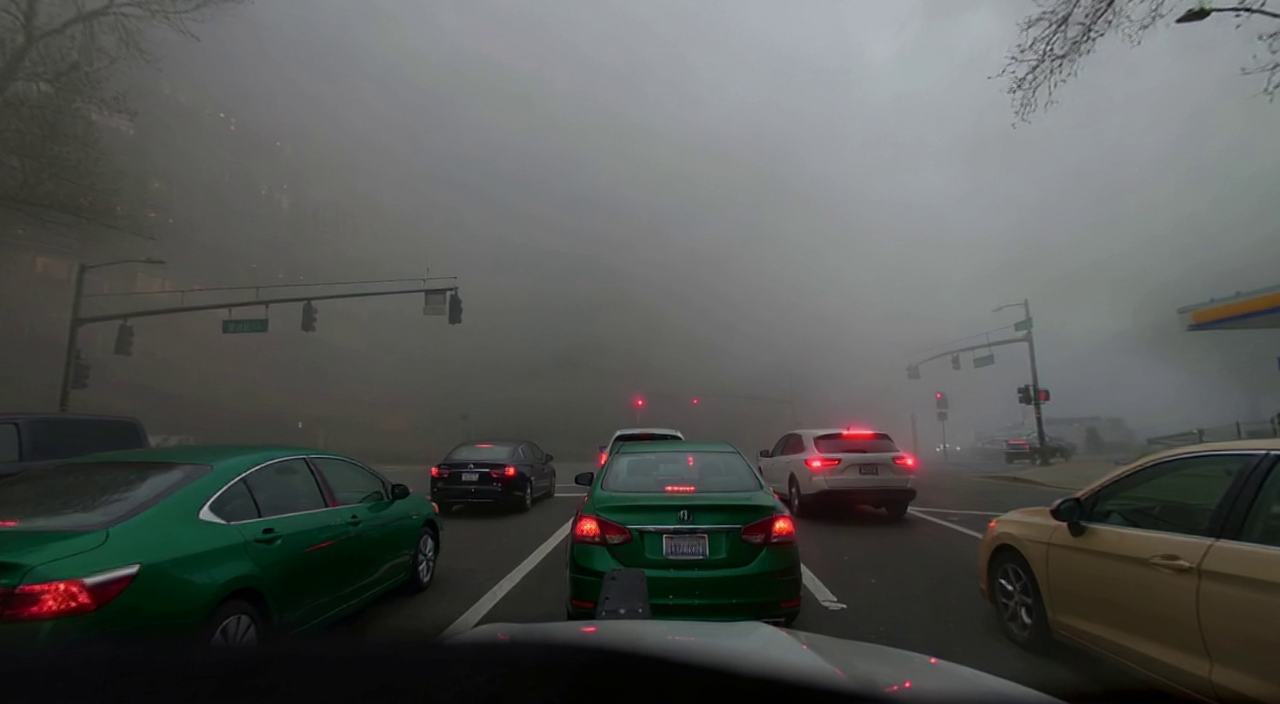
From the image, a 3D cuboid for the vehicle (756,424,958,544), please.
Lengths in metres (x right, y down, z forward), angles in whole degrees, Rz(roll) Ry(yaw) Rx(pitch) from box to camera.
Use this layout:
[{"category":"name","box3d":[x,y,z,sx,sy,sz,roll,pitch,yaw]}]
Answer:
[{"category":"vehicle","box3d":[3.368,2.128,10.771,1.947,1.630,4.127,0,-9,0]}]

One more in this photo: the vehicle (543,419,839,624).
[{"category":"vehicle","box3d":[0.324,1.592,6.948,2.220,1.507,4.317,0,-9,-2]}]

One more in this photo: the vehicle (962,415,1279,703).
[{"category":"vehicle","box3d":[4.171,1.142,3.637,1.950,1.497,4.686,0,-9,-3]}]

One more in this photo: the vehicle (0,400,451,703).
[{"category":"vehicle","box3d":[-3.011,1.260,4.616,1.887,1.493,4.255,0,-9,1]}]

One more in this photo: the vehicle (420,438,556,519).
[{"category":"vehicle","box3d":[-3.078,2.644,13.701,1.867,1.474,4.237,0,-9,0]}]
